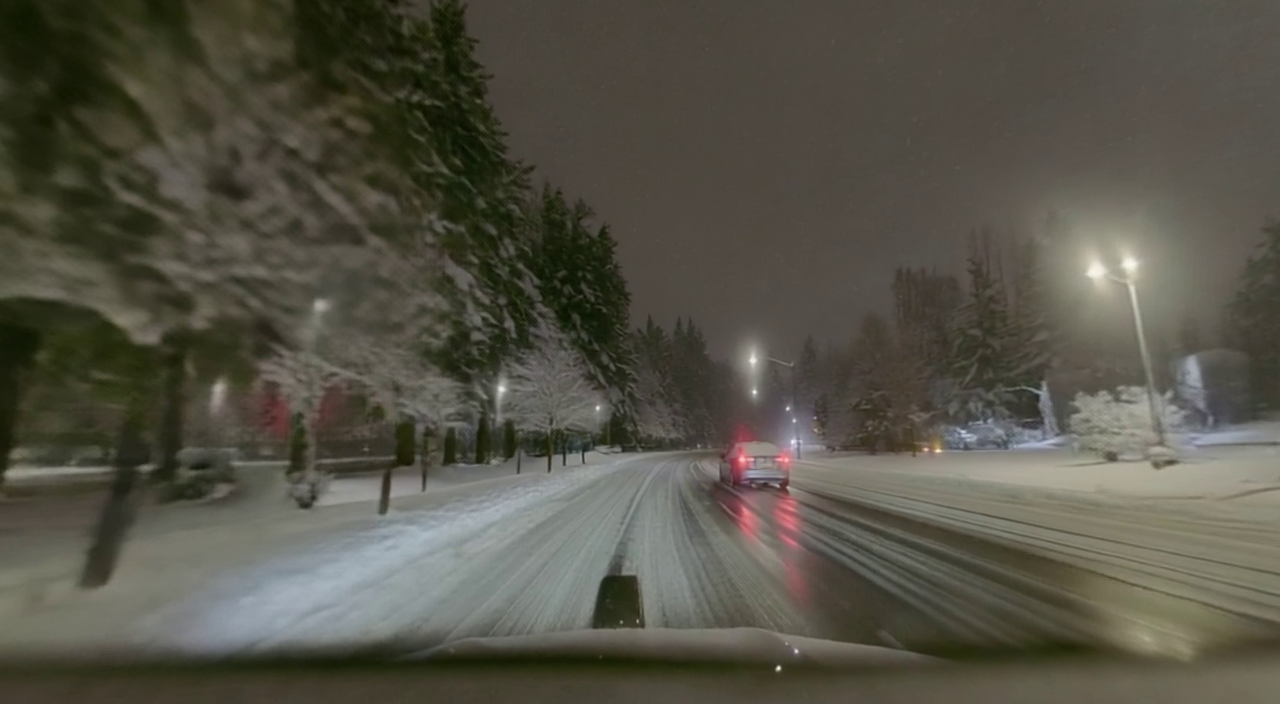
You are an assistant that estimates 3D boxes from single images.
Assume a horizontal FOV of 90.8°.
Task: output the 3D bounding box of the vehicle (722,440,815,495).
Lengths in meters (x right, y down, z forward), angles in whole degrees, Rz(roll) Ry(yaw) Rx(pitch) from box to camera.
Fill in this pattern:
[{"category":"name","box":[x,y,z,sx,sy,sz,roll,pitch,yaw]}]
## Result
[{"category":"vehicle","box":[3.783,3.475,19.418,1.928,1.481,4.453,0,-9,0]}]
